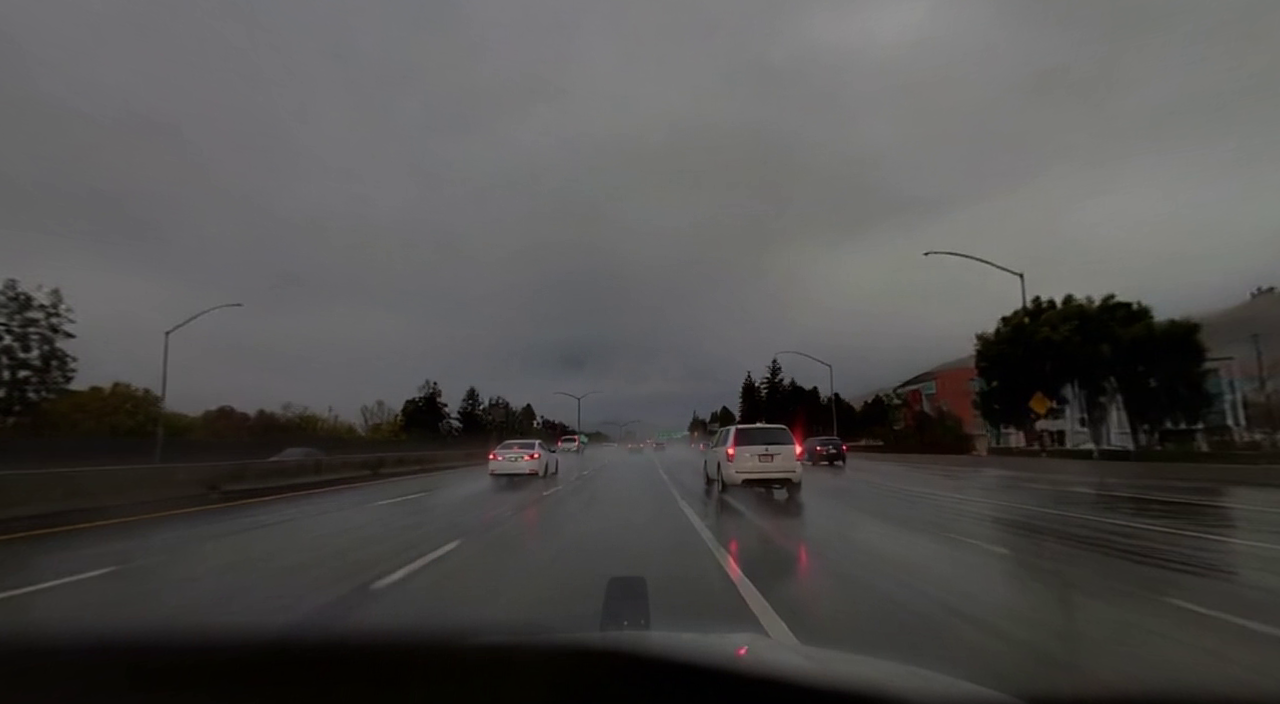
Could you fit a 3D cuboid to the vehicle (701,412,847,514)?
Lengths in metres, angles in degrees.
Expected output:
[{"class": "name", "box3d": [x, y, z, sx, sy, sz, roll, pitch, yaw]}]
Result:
[{"class": "vehicle", "box3d": [2.713, 2.412, 14.142, 2.148, 1.852, 4.835, 0, -8, -1]}]

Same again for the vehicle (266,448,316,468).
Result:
[{"class": "vehicle", "box3d": [-26.372, 7.989, 47.684, 1.614, 1.424, 3.568, -1, -8, 3]}]

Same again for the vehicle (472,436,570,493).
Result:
[{"class": "vehicle", "box3d": [-3.545, 3.433, 19.727, 2.080, 1.542, 4.718, 0, -8, 1]}]
